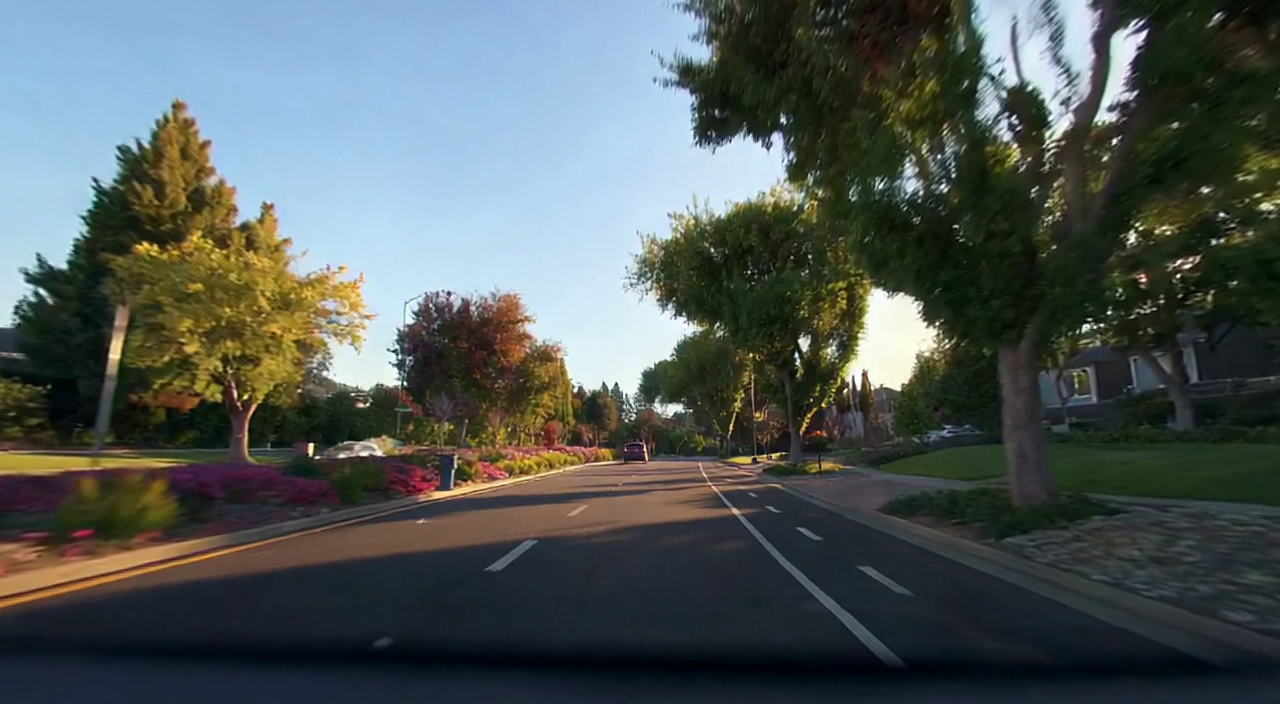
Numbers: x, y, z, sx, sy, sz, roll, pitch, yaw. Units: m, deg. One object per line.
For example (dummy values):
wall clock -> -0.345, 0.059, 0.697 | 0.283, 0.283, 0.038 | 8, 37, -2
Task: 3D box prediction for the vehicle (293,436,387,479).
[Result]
vehicle -> -11.337, 3.991, 24.114 | 1.740, 1.509, 3.561 | 0, -8, 2
